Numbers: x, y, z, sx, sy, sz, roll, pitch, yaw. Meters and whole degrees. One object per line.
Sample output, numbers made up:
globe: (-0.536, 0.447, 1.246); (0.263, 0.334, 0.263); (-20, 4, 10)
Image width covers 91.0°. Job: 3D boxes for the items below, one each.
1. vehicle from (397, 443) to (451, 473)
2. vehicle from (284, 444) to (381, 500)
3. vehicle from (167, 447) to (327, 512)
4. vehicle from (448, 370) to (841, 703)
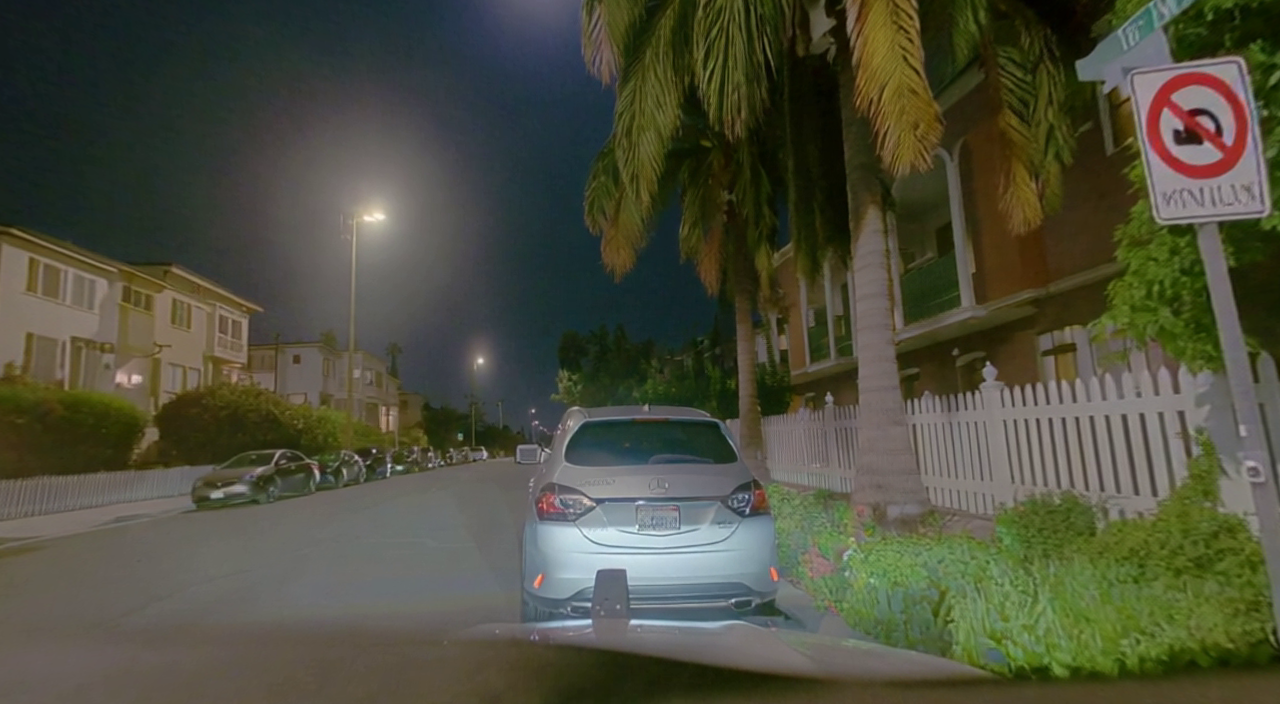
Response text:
vehicle: (-13.176, 6.460, 38.687); (2.060, 1.689, 4.999); (1, -8, -7)
vehicle: (-12.163, 4.713, 25.274); (2.048, 1.485, 4.757); (-4, -4, -7)
vehicle: (-11.402, 3.664, 18.793); (2.017, 1.627, 5.039); (1, -8, -7)
vehicle: (-0.138, 1.216, 4.994); (1.894, 1.695, 3.795); (1, -8, -6)
